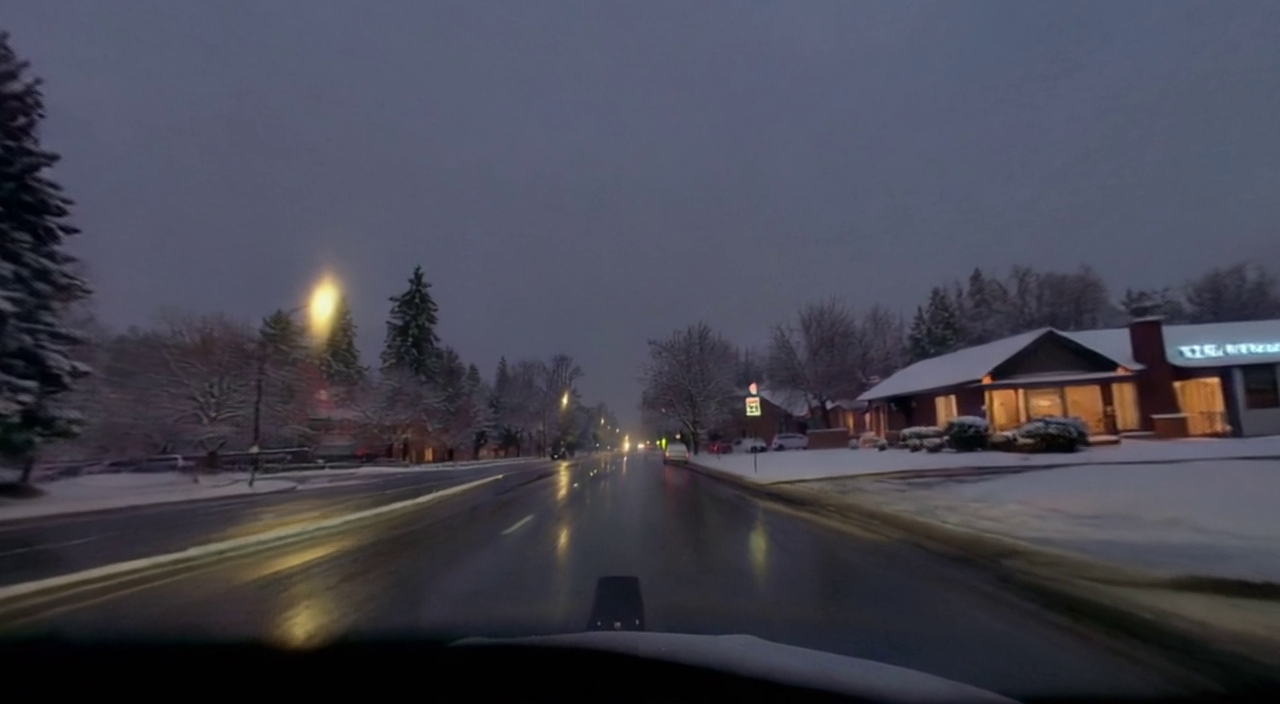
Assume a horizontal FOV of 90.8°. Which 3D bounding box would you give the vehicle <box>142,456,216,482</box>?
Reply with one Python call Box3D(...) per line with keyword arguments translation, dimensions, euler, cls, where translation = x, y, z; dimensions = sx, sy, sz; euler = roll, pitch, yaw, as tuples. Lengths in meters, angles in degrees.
Box3D(translation=(-36.081, 9.144, 49.640), dimensions=(2.007, 1.822, 4.919), euler=(-1, -8, 2), cls="vehicle")
